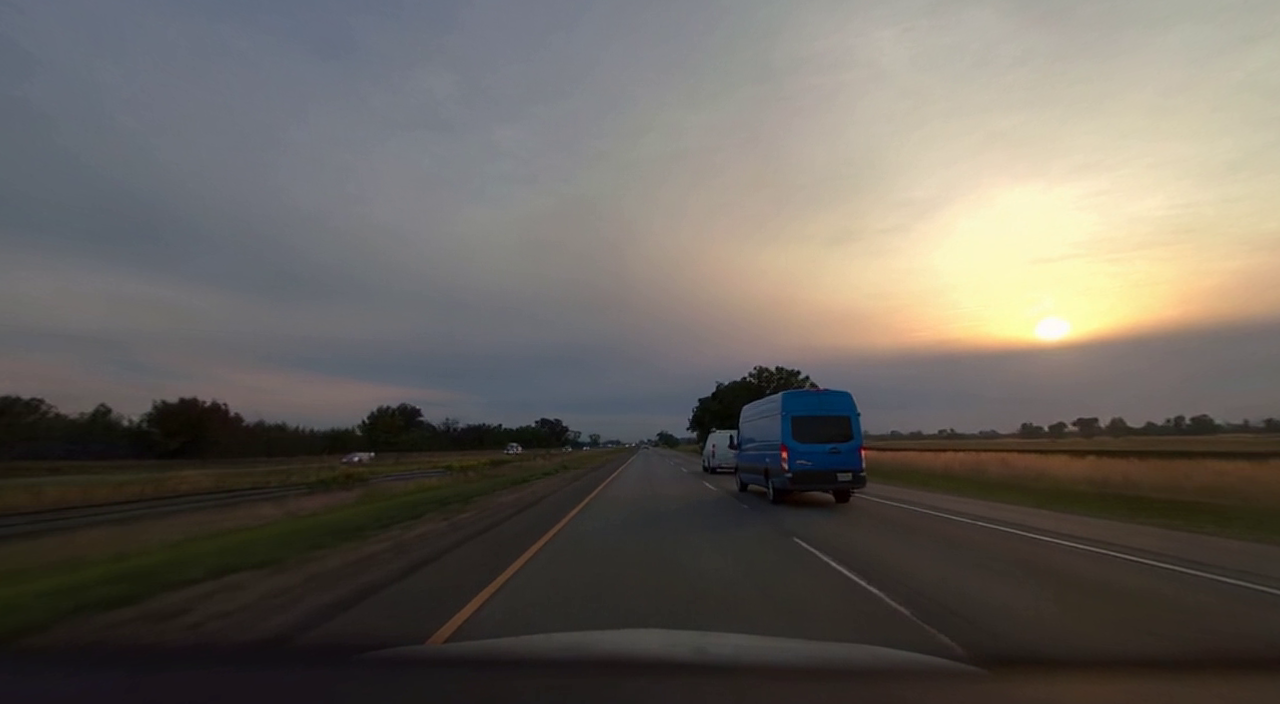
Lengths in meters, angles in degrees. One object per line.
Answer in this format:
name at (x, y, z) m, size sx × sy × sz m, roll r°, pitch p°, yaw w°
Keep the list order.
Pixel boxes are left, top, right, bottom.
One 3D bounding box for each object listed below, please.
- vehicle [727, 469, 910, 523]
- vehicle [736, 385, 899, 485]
vehicle at (4.006, 3.456, 15.773) m, size 2.702 × 0.824 × 6.391 m, roll 0°, pitch -8°, yaw -1°
vehicle at (4.077, 2.127, 15.816) m, size 2.444 × 2.053 × 5.616 m, roll 0°, pitch -9°, yaw 0°
